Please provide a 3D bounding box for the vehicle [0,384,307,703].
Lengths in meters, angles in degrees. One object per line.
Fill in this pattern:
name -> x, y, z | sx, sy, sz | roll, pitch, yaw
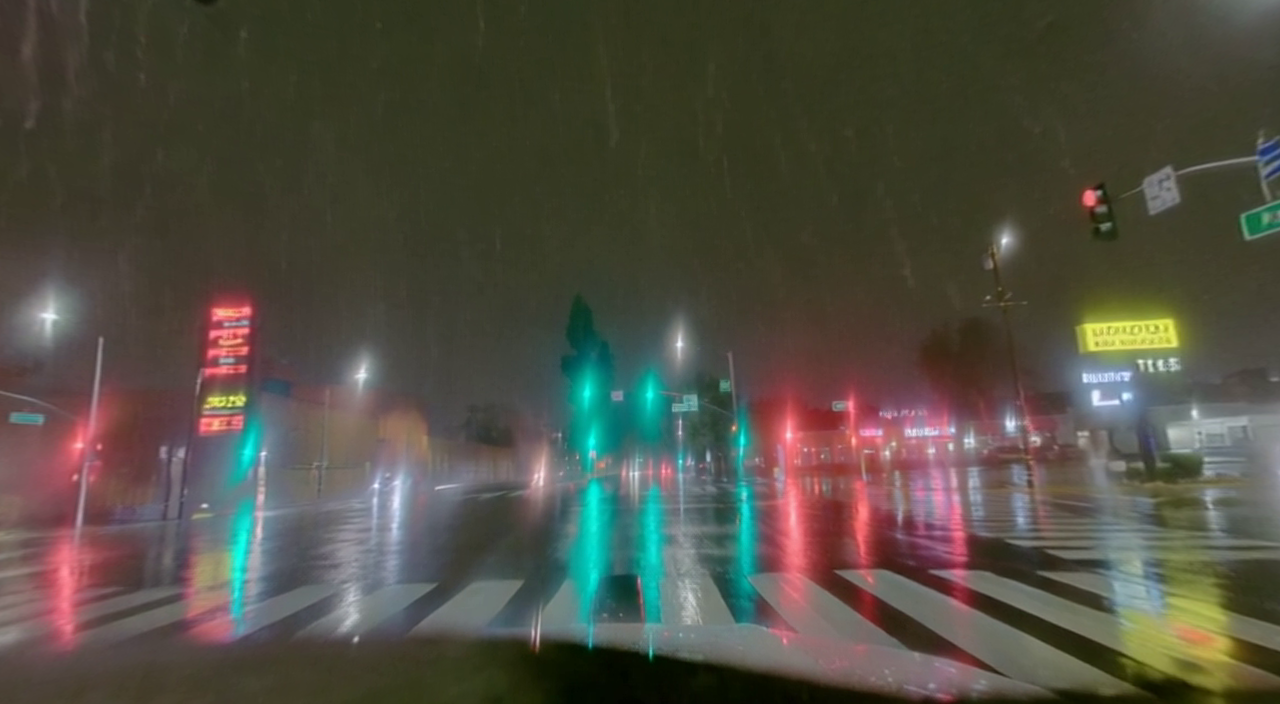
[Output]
vehicle -> -3.394, 0.895, 1.952 | 2.081, 1.644, 4.523 | 0, -9, 2

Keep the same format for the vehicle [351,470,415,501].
vehicle -> -19.270, 10.024, 47.569 | 2.227, 2.033, 5.614 | 0, -9, 2

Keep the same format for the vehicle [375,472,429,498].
vehicle -> -15.775, 8.821, 42.016 | 1.931, 1.471, 4.152 | 0, -9, 1
